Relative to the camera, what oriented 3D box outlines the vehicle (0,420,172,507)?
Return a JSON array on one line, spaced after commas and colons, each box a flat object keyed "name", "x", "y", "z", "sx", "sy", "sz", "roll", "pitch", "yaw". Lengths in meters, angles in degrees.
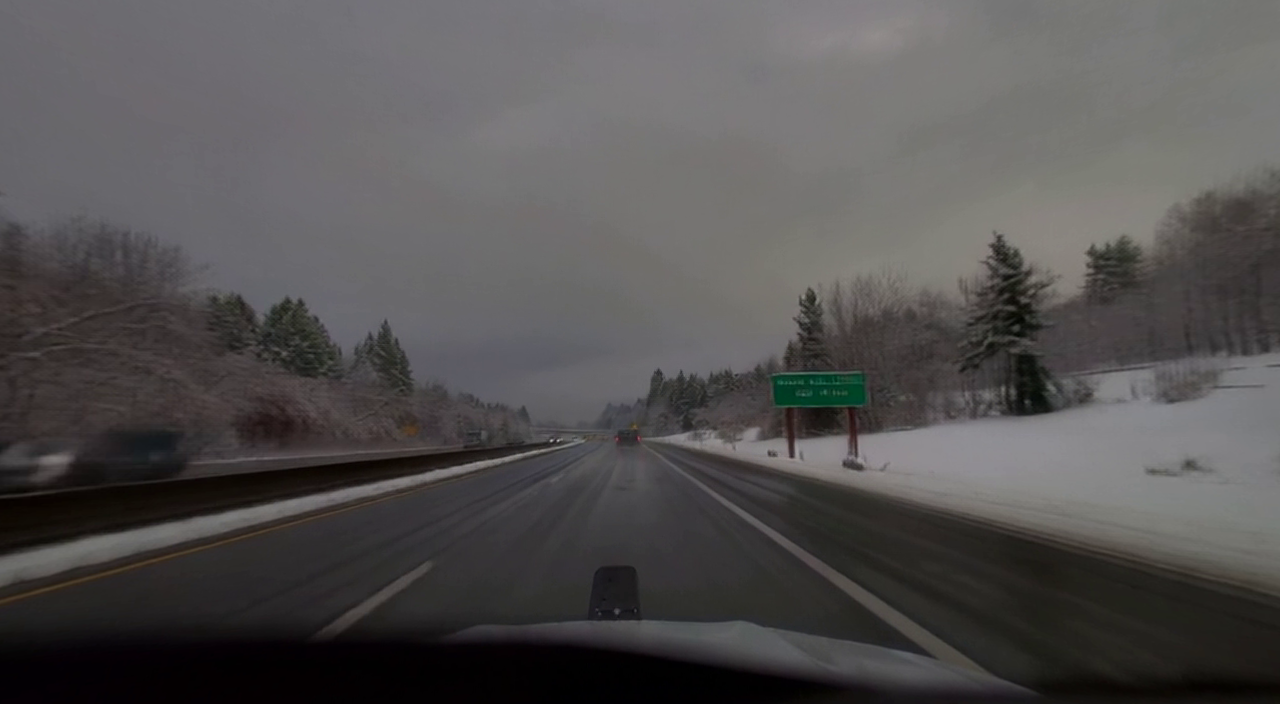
[{"name": "vehicle", "x": -12.888, "y": 2.324, "z": 13.612, "sx": 1.998, "sy": 1.592, "sz": 4.662, "roll": 0, "pitch": -8, "yaw": -1}]
